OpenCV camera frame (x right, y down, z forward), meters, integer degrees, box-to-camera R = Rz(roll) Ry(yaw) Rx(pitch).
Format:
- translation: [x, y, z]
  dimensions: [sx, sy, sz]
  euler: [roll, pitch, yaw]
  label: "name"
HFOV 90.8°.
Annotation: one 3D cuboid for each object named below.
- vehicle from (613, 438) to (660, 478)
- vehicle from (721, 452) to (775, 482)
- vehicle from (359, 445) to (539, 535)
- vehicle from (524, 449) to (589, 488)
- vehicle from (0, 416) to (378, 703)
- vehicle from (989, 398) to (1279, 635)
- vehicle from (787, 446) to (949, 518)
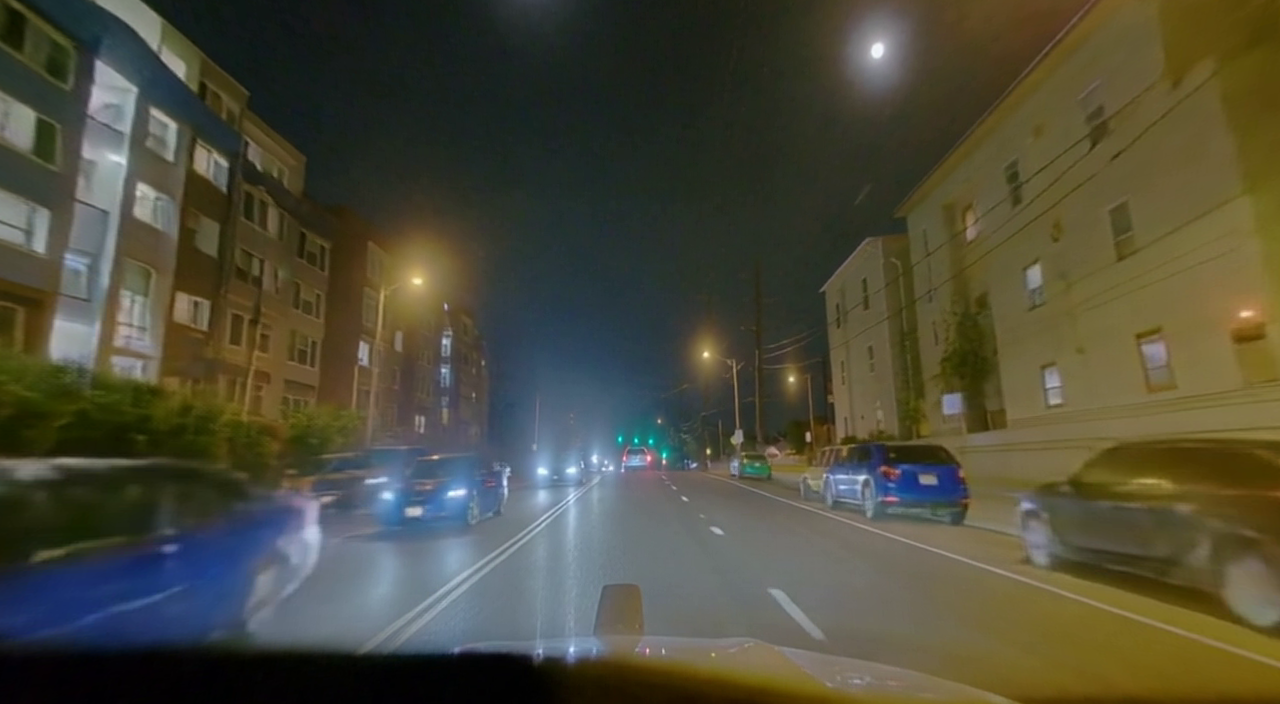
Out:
- translation: [-0.126, 5.521, 33.037]
  dimensions: [2.308, 1.940, 4.125]
  euler: [-1, -9, 1]
  label: "vehicle"
- translation: [5.858, 6.290, 34.765]
  dimensions: [1.943, 1.490, 4.783]
  euler: [0, -9, -2]
  label: "vehicle"
- translation: [-3.629, 2.689, 13.047]
  dimensions: [2.013, 1.497, 4.456]
  euler: [-1, -9, 4]
  label: "vehicle"
- translation: [-3.407, 4.859, 26.679]
  dimensions: [2.057, 1.476, 4.593]
  euler: [0, -9, 0]
  label: "vehicle"
- translation: [-3.252, 1.124, 3.164]
  dimensions: [1.972, 1.498, 4.304]
  euler: [0, -9, 1]
  label: "vehicle"
- translation: [6.204, 1.533, 6.463]
  dimensions: [2.211, 1.884, 5.031]
  euler: [0, -9, -2]
  label: "vehicle"
- translation: [6.154, 3.569, 18.117]
  dimensions: [2.350, 1.706, 5.901]
  euler: [0, -9, -1]
  label: "vehicle"
